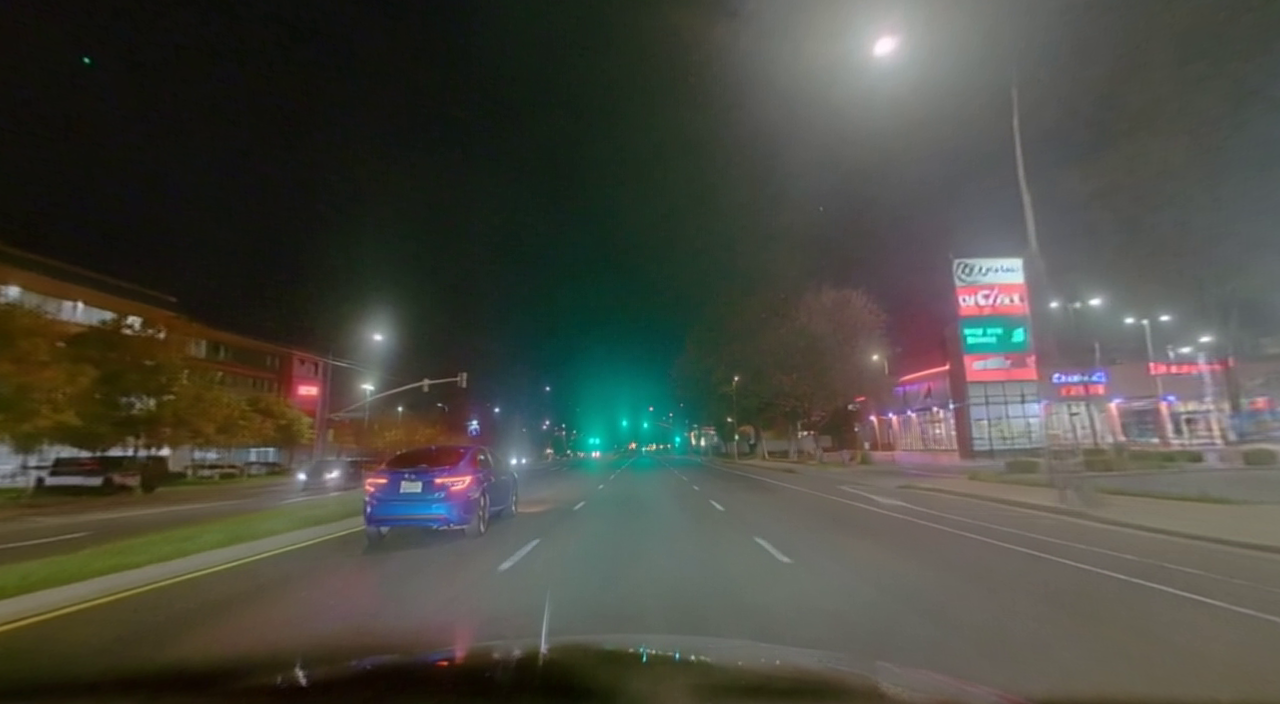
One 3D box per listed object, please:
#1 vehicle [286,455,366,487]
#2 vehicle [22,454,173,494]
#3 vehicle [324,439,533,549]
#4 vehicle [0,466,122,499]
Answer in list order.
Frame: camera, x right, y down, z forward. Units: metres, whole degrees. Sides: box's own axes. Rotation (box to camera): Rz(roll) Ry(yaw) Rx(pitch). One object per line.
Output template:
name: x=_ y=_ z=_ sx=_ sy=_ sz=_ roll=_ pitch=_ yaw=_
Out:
vehicle: x=-17.748 y=6.725 z=35.910 sx=2.116 sy=1.524 sz=4.800 roll=-4 pitch=-8 yaw=1
vehicle: x=-31.021 y=6.971 z=36.376 sx=6.015 sy=2.018 sz=2.513 roll=4 pitch=-9 yaw=-26
vehicle: x=-3.249 y=2.260 z=10.886 sx=2.082 sy=1.460 sz=4.636 roll=0 pitch=-8 yaw=-1
vehicle: x=-30.970 y=6.883 z=33.352 sx=4.960 sy=1.464 sz=2.137 roll=4 pitch=-9 yaw=-24
